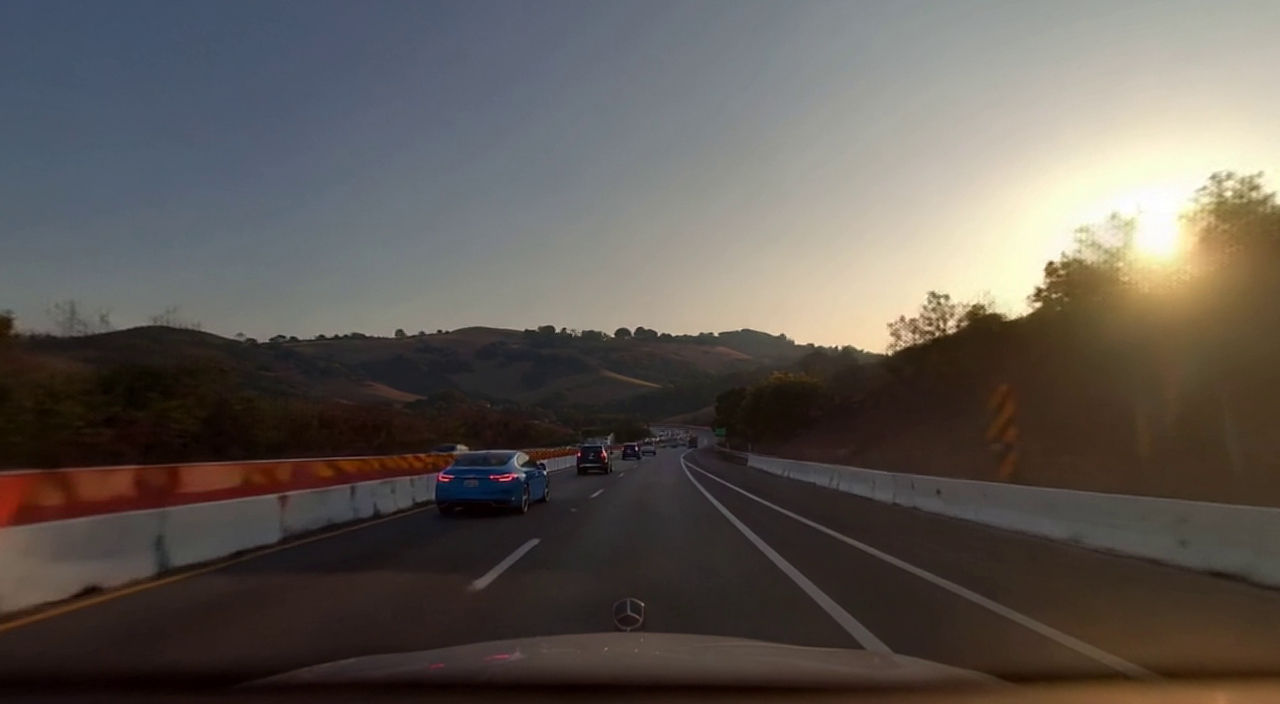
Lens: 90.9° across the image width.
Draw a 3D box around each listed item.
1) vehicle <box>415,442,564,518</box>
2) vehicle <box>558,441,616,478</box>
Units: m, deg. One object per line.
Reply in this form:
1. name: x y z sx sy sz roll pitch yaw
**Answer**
1. vehicle: -2.932 2.597 13.249 2.061 1.330 3.928 0 -9 2
2. vehicle: -2.254 4.731 27.935 2.094 1.480 4.124 0 -9 2
